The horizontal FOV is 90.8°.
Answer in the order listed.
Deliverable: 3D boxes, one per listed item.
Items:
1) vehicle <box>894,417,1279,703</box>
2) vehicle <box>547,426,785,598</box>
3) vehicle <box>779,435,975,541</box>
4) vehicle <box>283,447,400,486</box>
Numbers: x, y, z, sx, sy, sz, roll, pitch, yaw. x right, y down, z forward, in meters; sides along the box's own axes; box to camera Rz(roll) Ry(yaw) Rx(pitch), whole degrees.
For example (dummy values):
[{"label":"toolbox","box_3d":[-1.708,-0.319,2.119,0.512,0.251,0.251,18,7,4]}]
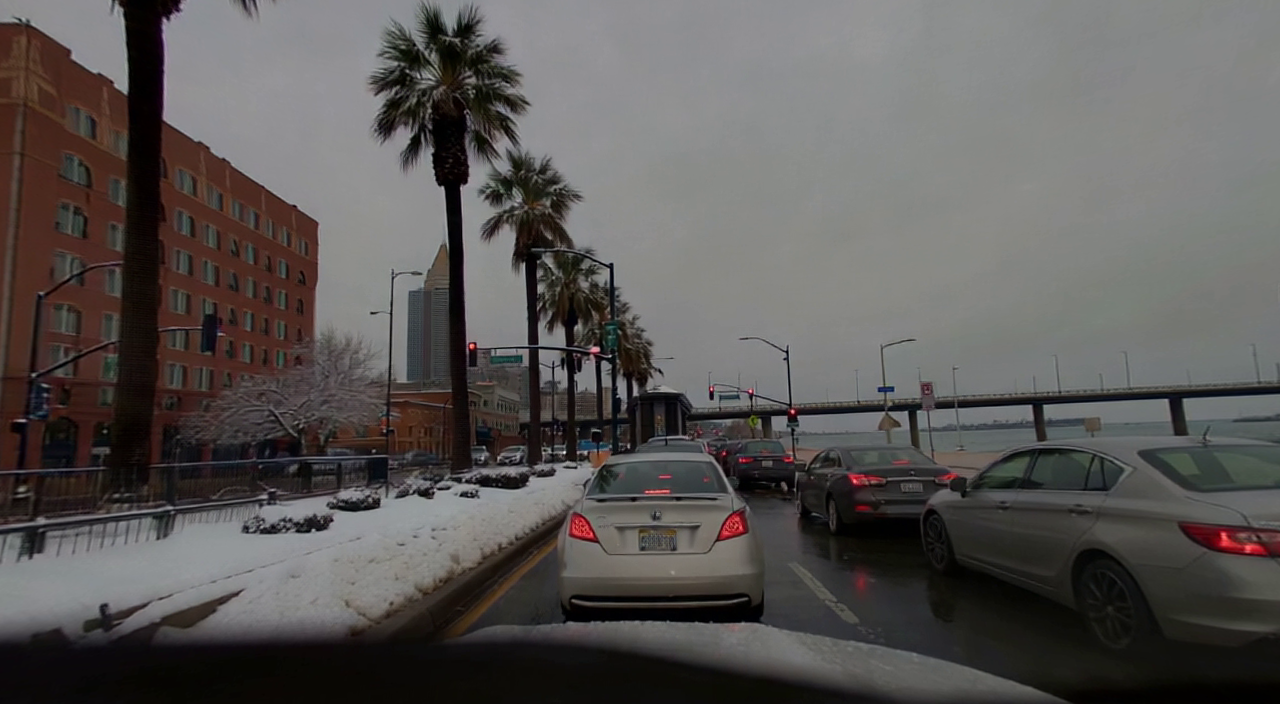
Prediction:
[{"label":"vehicle","box_3d":[3.911,1.364,5.084,1.913,1.469,4.425,0,-9,0]},{"label":"vehicle","box_3d":[0.255,1.703,7.497,2.093,1.503,3.681,0,-9,1]},{"label":"vehicle","box_3d":[3.885,2.287,11.308,1.920,1.490,4.417,-1,-9,2]},{"label":"vehicle","box_3d":[-13.472,5.143,28.853,2.022,1.604,4.495,-4,-9,24]}]
